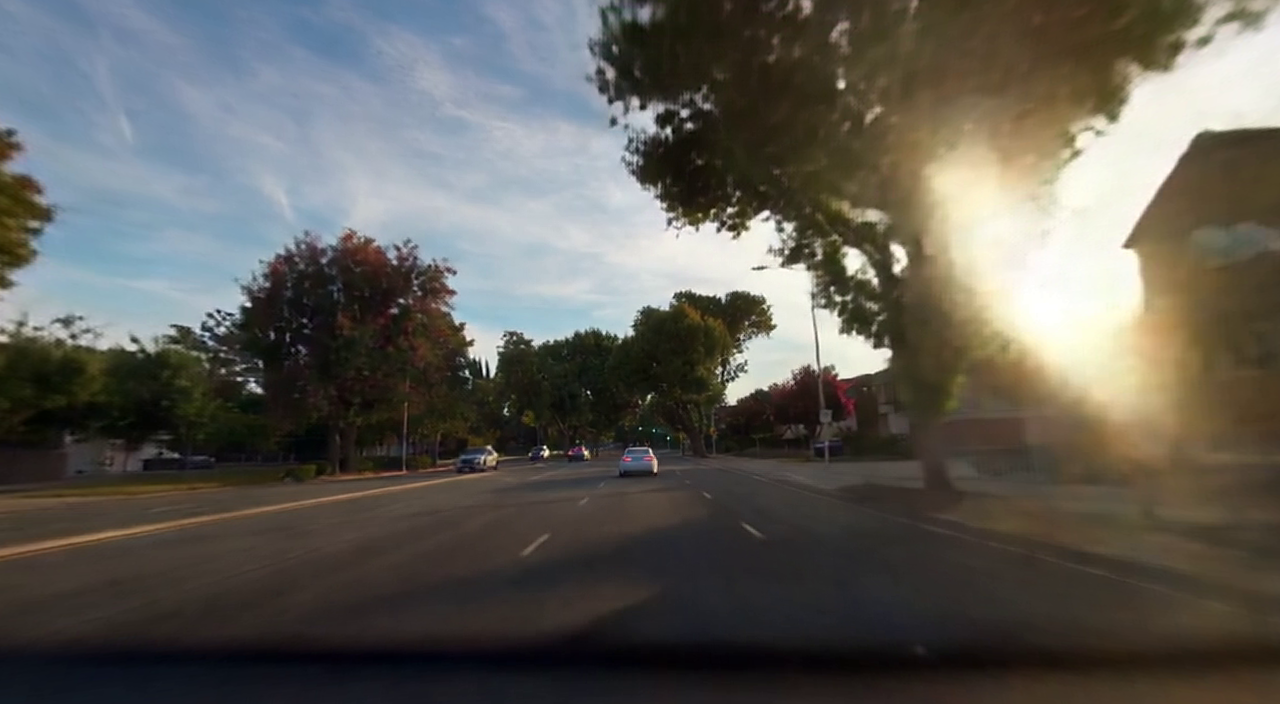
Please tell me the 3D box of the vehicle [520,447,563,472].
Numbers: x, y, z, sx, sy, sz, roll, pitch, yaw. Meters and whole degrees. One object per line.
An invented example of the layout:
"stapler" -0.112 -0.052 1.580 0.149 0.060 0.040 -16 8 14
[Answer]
"vehicle" -6.232 6.818 40.267 2.014 1.472 4.357 0 -9 1

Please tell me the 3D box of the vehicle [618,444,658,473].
"vehicle" -0.065 5.987 35.609 2.106 1.517 4.375 0 -9 1
